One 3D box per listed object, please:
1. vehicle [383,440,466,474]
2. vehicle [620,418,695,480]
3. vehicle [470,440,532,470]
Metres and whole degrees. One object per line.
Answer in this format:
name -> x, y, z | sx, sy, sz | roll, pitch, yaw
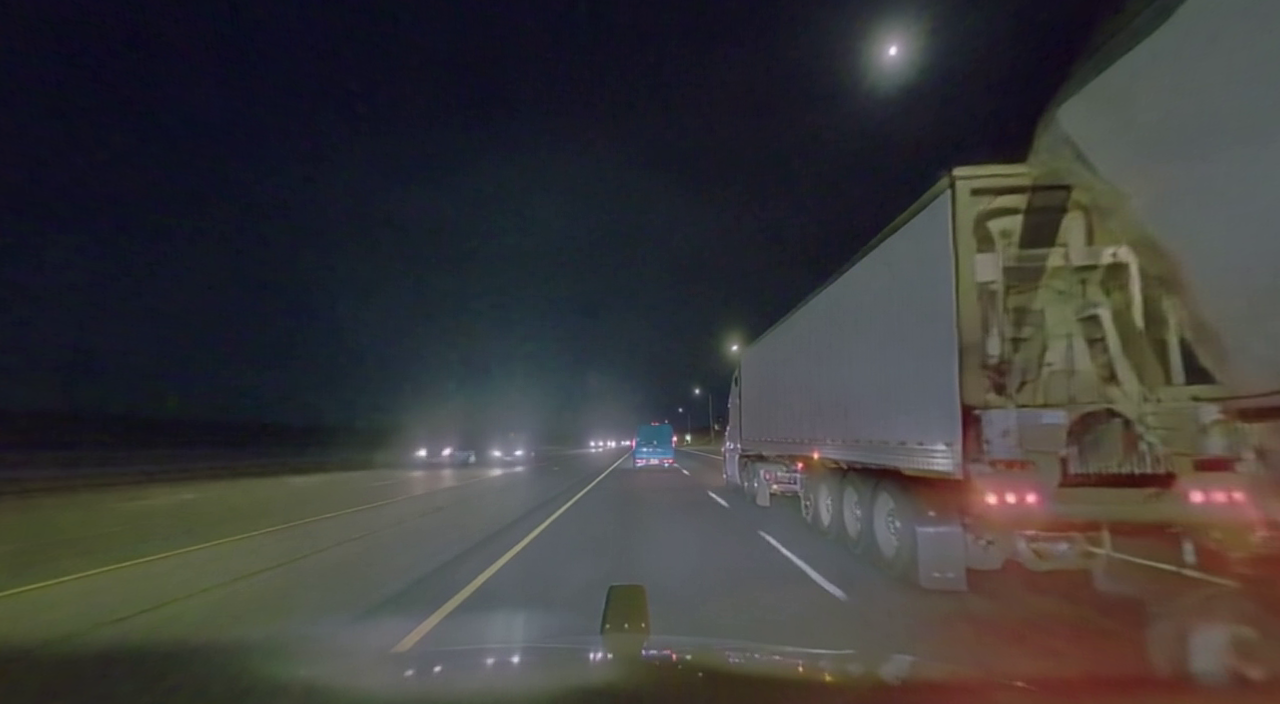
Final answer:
vehicle -> -10.572, 5.171, 31.299 | 2.378, 1.548, 4.641 | 0, -8, 2
vehicle -> 0.625, 3.525, 22.991 | 2.469, 2.027, 4.554 | 0, -8, 1
vehicle -> -7.638, 5.709, 35.110 | 2.233, 1.535, 4.793 | 0, -8, 1
